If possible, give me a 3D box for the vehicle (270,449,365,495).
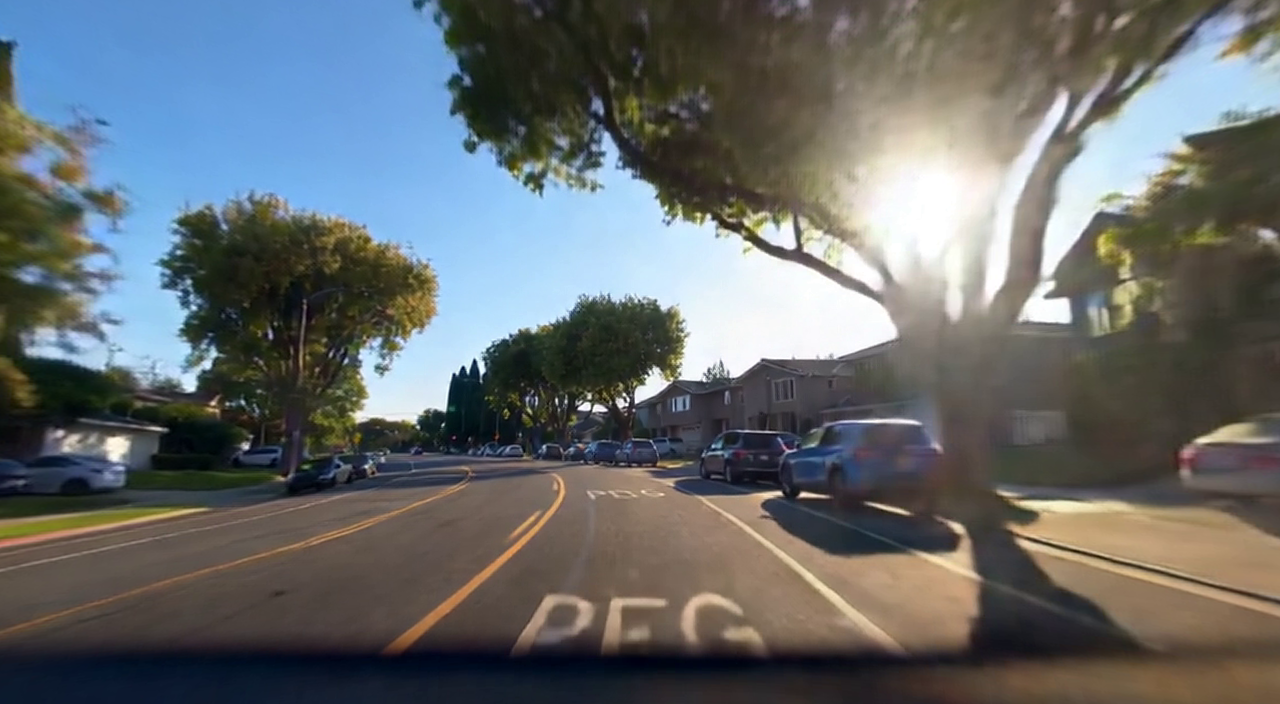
[{"bbox_3d":[-13.424,4.960,26.532,2.292,1.499,4.661,-4,-7,-11],"label":"vehicle"}]

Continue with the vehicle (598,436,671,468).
[{"bbox_3d":[-0.543,6.219,39.274,2.723,1.785,7.174,2,-9,-16],"label":"vehicle"}]

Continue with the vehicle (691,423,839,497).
[{"bbox_3d":[3.746,3.435,20.644,2.402,1.889,6.910,5,-9,-9],"label":"vehicle"}]

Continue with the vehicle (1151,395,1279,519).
[{"bbox_3d":[11.746,1.529,10.360,4.882,1.766,2.040,-4,-8,-4],"label":"vehicle"}]

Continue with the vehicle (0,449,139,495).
[{"bbox_3d":[-20.965,4.311,23.067,1.942,1.464,4.537,2,-9,-9],"label":"vehicle"}]

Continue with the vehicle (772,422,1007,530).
[{"bbox_3d":[4.802,2.490,13.594,1.954,1.732,6.409,1,-8,-6],"label":"vehicle"}]

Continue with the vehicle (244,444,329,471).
[{"bbox_3d":[-24.466,7.292,43.676,4.483,1.730,2.437,0,-8,5],"label":"vehicle"}]
